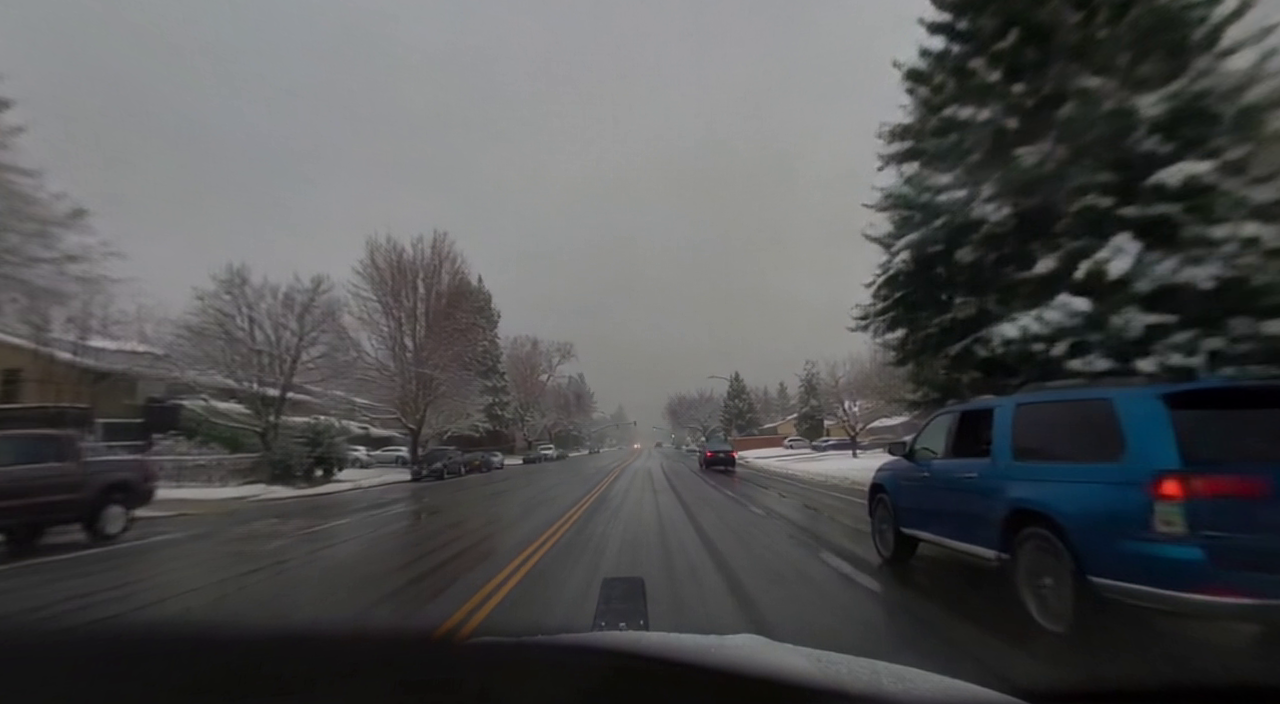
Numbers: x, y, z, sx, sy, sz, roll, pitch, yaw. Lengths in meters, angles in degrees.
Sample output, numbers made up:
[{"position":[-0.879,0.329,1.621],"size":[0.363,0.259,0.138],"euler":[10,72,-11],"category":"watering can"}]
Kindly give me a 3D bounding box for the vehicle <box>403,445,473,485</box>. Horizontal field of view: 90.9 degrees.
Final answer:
[{"position":[-10.355,5.775,32.624],"size":[2.083,1.791,4.585],"euler":[-4,-8,0],"category":"vehicle"}]

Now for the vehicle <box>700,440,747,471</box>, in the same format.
[{"position":[4.374,5.491,33.705],"size":[1.956,1.492,4.425],"euler":[-1,-8,1],"category":"vehicle"}]

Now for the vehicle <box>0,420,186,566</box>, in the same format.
[{"position":[-10.575,2.272,10.216],"size":[2.254,2.127,5.697],"euler":[-3,-9,-1],"category":"vehicle"}]

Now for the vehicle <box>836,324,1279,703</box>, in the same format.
[{"position":[4.022,1.212,5.954],"size":[2.497,1.889,5.833],"euler":[-1,-8,1],"category":"vehicle"}]

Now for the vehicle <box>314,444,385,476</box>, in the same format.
[{"position":[-17.311,6.440,37.836],"size":[1.914,1.792,4.470],"euler":[-1,-8,3],"category":"vehicle"}]
